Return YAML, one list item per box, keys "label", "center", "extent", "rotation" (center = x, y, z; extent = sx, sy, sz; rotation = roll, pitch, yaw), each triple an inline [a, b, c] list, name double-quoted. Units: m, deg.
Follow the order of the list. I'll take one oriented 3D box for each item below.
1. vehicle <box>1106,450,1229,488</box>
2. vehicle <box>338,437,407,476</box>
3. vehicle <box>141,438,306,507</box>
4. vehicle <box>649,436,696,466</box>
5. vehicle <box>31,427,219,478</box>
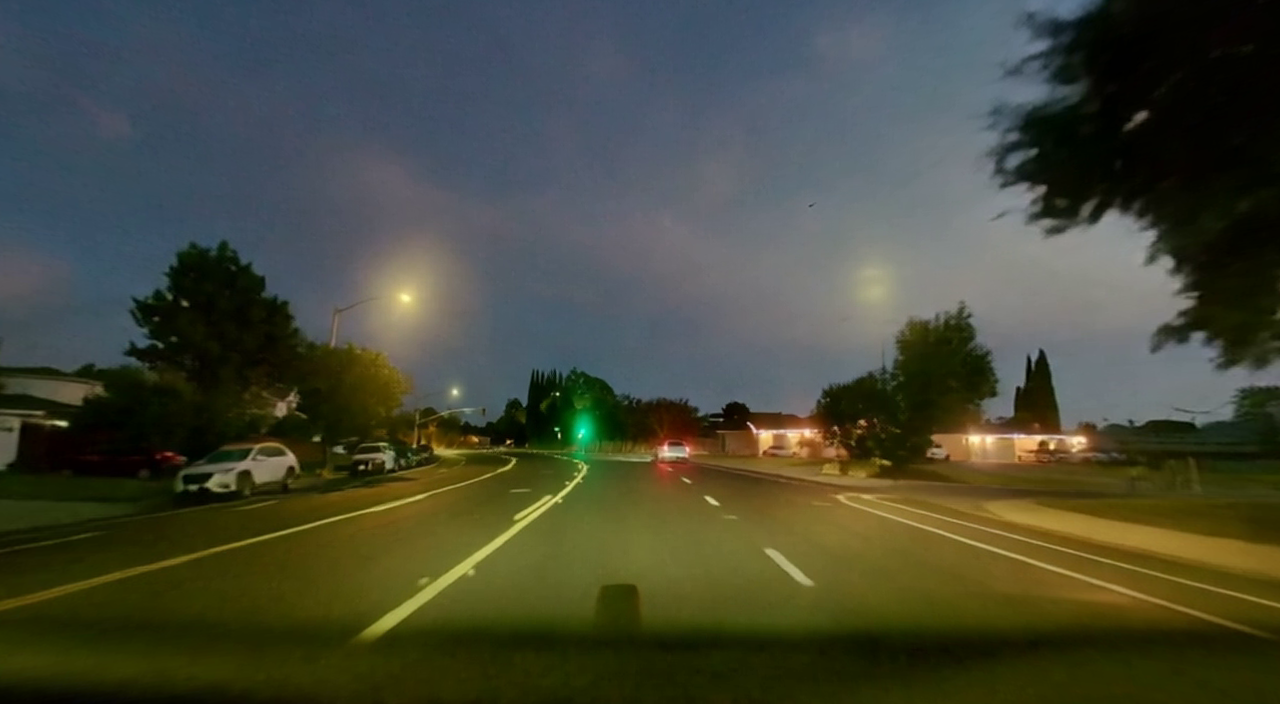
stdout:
- label: "vehicle"
  center: [22.704, 5.013, 27.419]
  extent: [1.917, 1.479, 3.833]
  rotation: [0, -8, -2]
- label: "vehicle"
  center: [-13.477, 5.279, 32.161]
  extent: [2.146, 1.806, 4.733]
  rotation: [2, -8, -10]
- label: "vehicle"
  center: [-12.141, 3.487, 18.872]
  extent: [2.032, 1.773, 4.471]
  rotation: [1, -8, -3]
- label: "vehicle"
  center: [1.791, 5.675, 36.529]
  extent: [1.951, 1.620, 4.582]
  rotation: [1, -8, -7]
- label: "vehicle"
  center: [-19.753, 3.889, 24.502]
  extent: [5.061, 1.840, 2.236]
  rotation: [2, -8, -9]
